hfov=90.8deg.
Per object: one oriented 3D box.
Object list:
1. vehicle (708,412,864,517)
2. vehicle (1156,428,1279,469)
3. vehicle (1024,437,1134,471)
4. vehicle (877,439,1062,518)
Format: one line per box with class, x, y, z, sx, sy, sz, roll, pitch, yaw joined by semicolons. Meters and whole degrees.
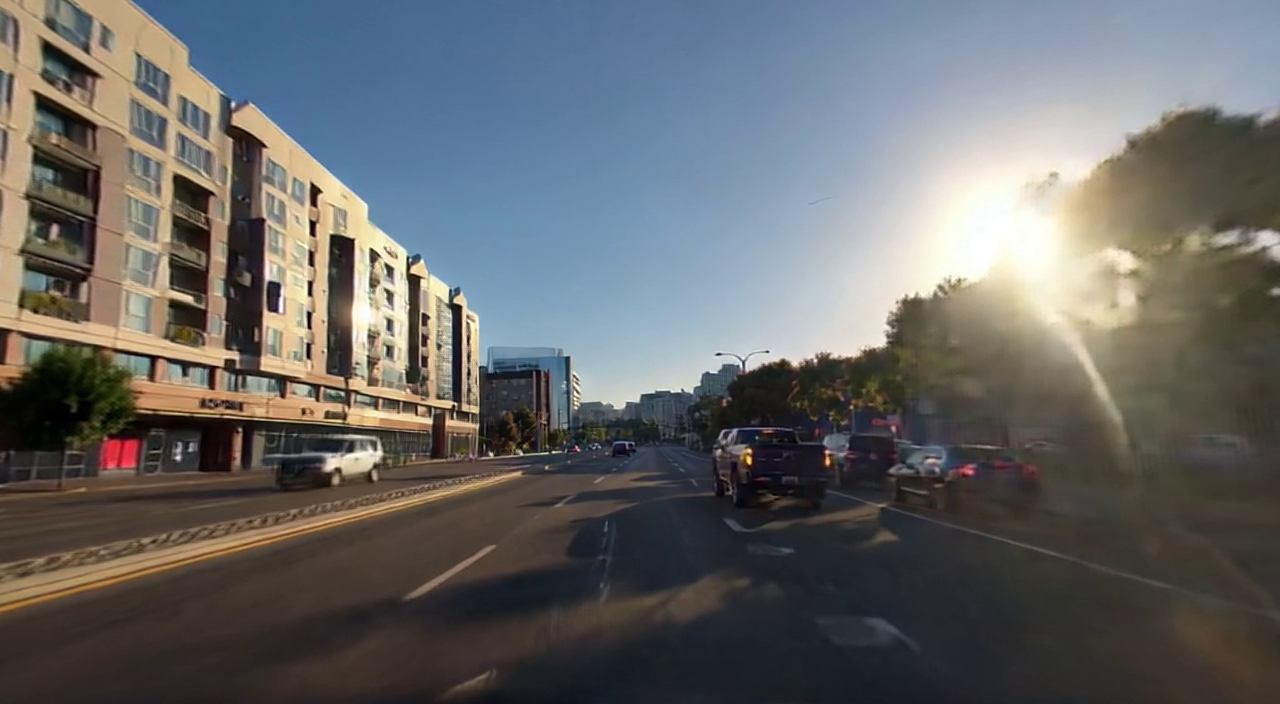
vehicle;2.812;2.334;13.560;2.130;1.787;5.126;0;-8;0
vehicle;26.283;4.392;28.836;1.887;1.696;4.337;-1;-8;4
vehicle;20.828;4.845;30.264;1.780;1.474;4.533;0;-8;-4
vehicle;7.016;2.700;14.083;1.795;1.459;4.333;0;-9;0
